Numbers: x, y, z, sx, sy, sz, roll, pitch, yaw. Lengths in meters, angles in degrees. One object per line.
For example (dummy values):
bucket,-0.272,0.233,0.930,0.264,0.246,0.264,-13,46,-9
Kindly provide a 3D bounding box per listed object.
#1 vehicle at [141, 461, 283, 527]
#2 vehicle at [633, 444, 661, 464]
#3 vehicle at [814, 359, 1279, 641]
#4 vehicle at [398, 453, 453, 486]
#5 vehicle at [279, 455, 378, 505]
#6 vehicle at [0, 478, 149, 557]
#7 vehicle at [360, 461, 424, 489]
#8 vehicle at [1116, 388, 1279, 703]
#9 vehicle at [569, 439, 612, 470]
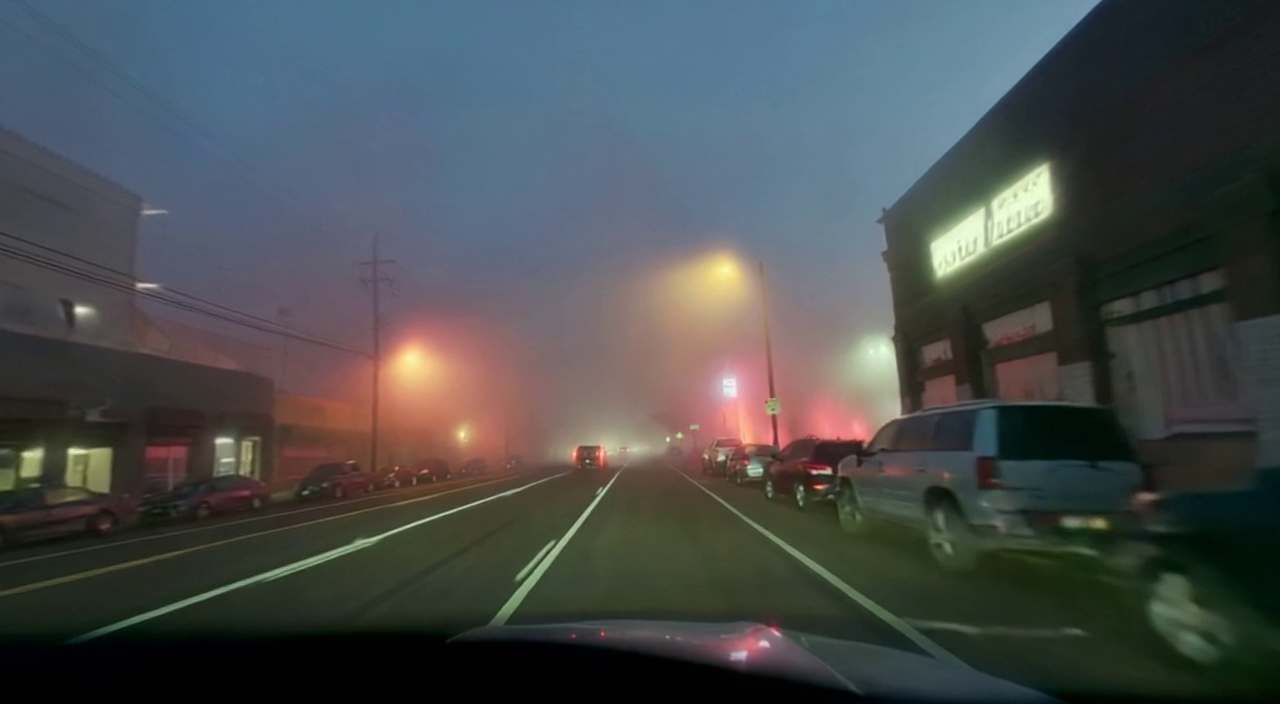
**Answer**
vehicle,-15.138,4.984,22.715,2.020,1.695,4.629,-6,-8,-2
vehicle,0.497,7.996,49.843,2.099,1.470,4.270,0,-8,0
vehicle,3.780,1.354,6.829,2.180,1.847,5.196,0,-9,-2
vehicle,-14.871,8.122,43.994,2.081,1.791,4.799,-6,-7,-1
vehicle,-15.215,6.218,31.250,2.124,1.835,5.450,-6,-8,0
vehicle,-15.256,4.052,15.735,2.076,1.518,4.981,-1,-8,0
vehicle,-15.001,7.440,38.434,2.049,1.496,4.338,-1,-8,1
vehicle,3.789,0.706,1.404,1.839,1.505,4.566,0,-9,-1
vehicle,-3.118,6.613,40.871,2.348,1.831,4.737,0,-8,1
